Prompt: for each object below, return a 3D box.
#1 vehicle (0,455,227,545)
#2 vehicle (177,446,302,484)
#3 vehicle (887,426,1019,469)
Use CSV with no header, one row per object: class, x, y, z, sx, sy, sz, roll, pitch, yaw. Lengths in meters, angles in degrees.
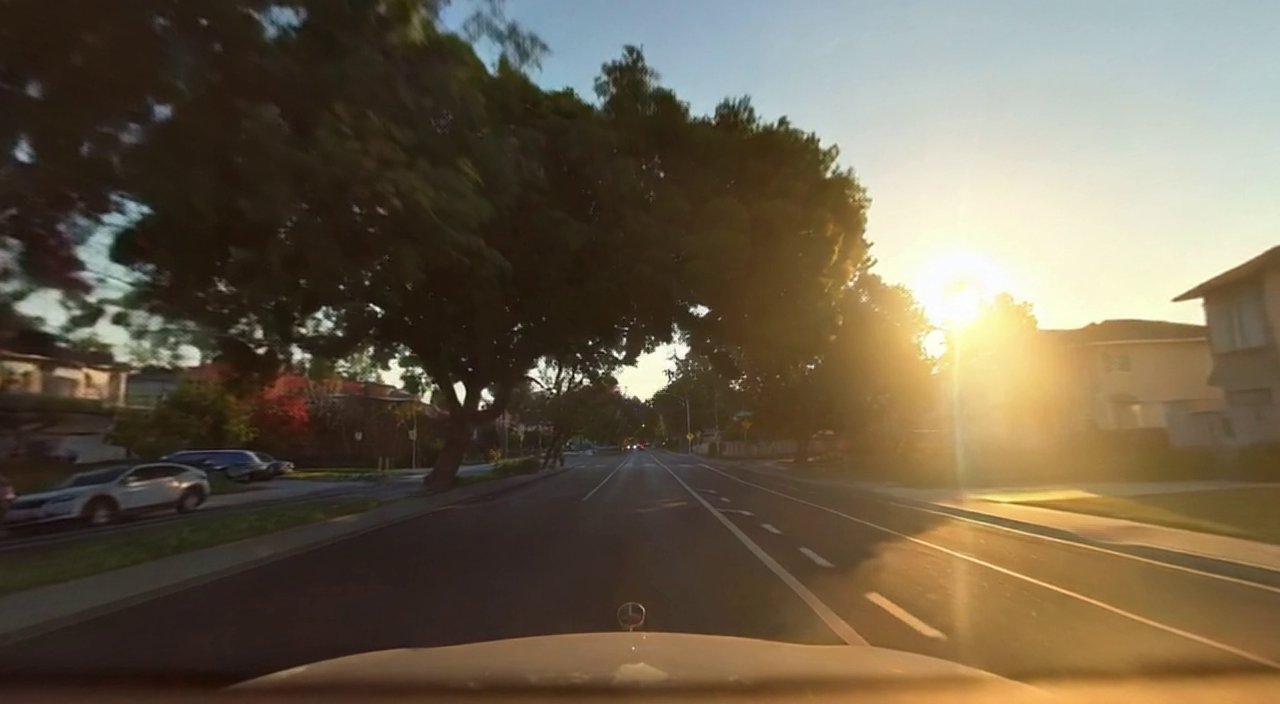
vehicle,-11.852,3.233,14.426,1.888,1.439,4.351,-2,-6,0
vehicle,-18.999,5.359,30.036,4.573,1.643,2.158,-2,-9,5
vehicle,13.865,4.234,28.275,4.907,1.693,2.081,-1,-7,13
